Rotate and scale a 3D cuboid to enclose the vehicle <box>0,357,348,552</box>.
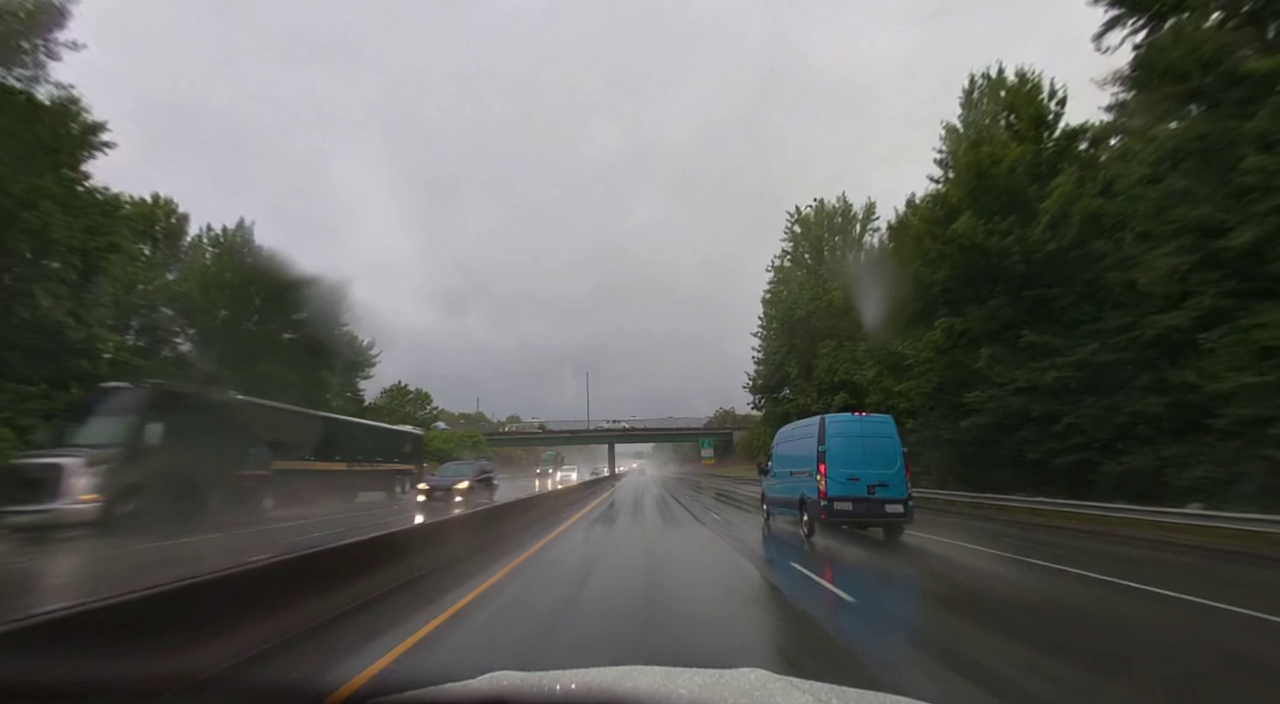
[{"bbox_3d":[-11.583,2.807,16.931,2.976,3.797,8.999,1,-10,0],"label":"vehicle"}]

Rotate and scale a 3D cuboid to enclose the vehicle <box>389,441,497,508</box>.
[{"bbox_3d":[-7.373,4.711,24.356,2.219,2.233,5.797,1,-10,0],"label":"vehicle"}]

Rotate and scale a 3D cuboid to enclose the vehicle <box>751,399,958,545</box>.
[{"bbox_3d":[4.455,2.769,14.750,2.372,2.581,6.763,1,-10,-1],"label":"vehicle"}]
